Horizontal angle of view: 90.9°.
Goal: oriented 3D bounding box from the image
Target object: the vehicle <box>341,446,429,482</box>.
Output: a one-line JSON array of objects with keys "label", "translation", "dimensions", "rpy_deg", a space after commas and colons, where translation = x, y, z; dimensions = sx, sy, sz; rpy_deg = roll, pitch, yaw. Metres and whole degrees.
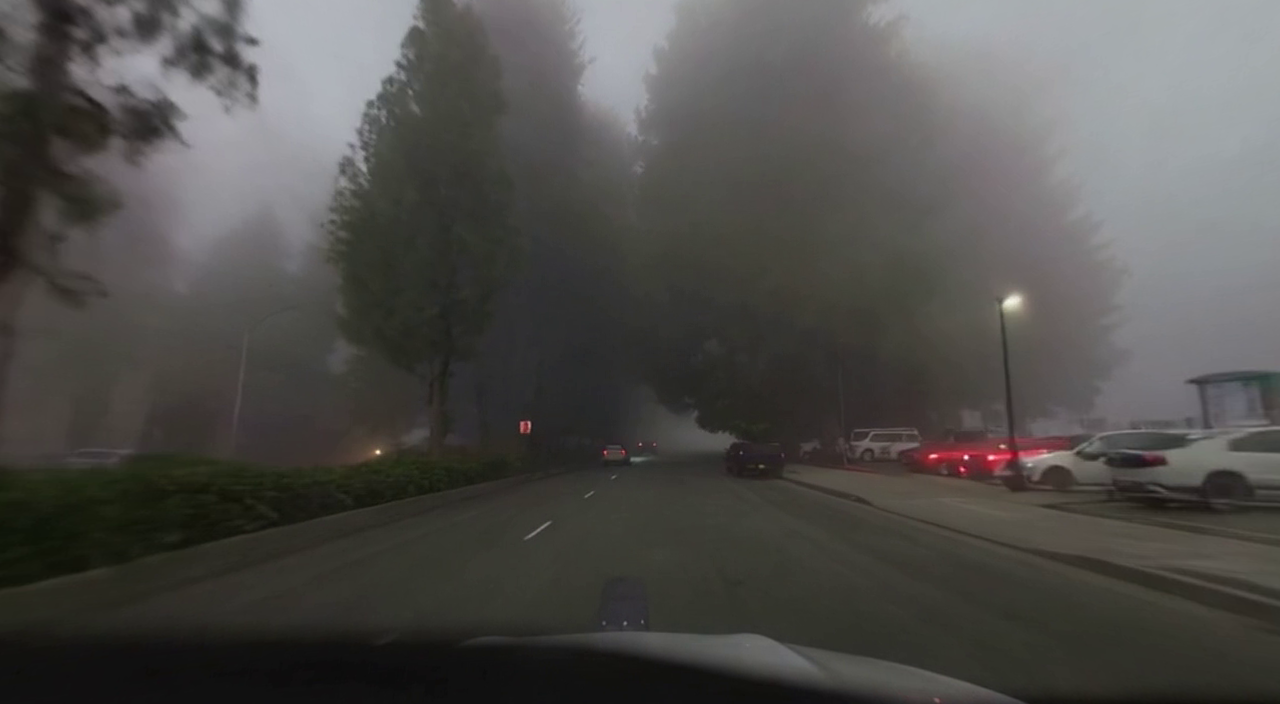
[{"label": "vehicle", "translation": [-10.790, 4.747, 27.025], "dimensions": [1.801, 1.407, 4.270], "rpy_deg": [-1, -9, 2]}]

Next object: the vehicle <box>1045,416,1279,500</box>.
[{"label": "vehicle", "translation": [12.254, 2.417, 14.519], "dimensions": [4.454, 1.776, 1.891], "rpy_deg": [0, -9, 0]}]

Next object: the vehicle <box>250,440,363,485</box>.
[{"label": "vehicle", "translation": [-14.499, 4.823, 27.805], "dimensions": [2.163, 1.761, 4.811], "rpy_deg": [-1, -9, 2]}]

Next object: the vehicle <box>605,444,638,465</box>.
[{"label": "vehicle", "translation": [-1.267, 7.252, 44.697], "dimensions": [1.959, 1.406, 4.272], "rpy_deg": [-1, -9, 3]}]

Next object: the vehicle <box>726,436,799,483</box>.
[{"label": "vehicle", "translation": [4.854, 4.346, 25.724], "dimensions": [2.179, 1.709, 4.512], "rpy_deg": [0, -9, 1]}]

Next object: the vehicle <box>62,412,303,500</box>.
[{"label": "vehicle", "translation": [-18.608, 4.366, 26.878], "dimensions": [2.953, 3.076, 9.336], "rpy_deg": [-1, -9, 2]}]
